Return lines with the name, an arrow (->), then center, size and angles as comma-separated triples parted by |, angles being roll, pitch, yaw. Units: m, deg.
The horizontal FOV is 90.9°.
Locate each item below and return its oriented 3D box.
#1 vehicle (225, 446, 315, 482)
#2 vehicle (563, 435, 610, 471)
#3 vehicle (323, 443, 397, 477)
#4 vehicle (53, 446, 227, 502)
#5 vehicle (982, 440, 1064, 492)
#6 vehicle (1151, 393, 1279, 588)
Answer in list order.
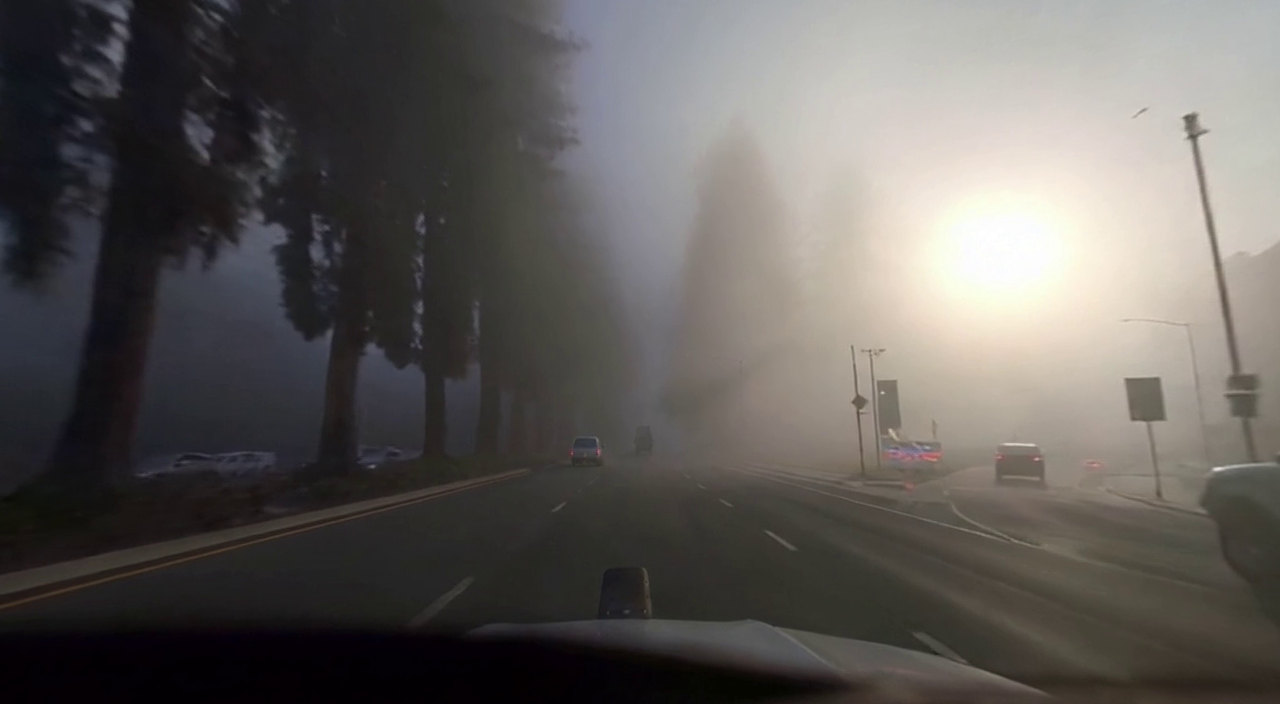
vehicle -> -19.945, 6.060, 34.258 | 2.036, 1.770, 4.623 | 1, -10, 0
vehicle -> -3.072, 5.941, 37.264 | 2.255, 1.940, 4.822 | 0, -8, 1
vehicle -> -16.129, 6.213, 36.616 | 2.182, 1.790, 4.713 | 0, -8, 0
vehicle -> -16.587, 4.015, 21.300 | 2.042, 1.654, 4.603 | 0, -9, 1
vehicle -> 14.406, 4.241, 23.965 | 2.280, 1.757, 4.572 | -5, -10, 28
vehicle -> 7.631, 1.276, 5.424 | 2.381, 2.008, 5.971 | -2, -9, 11
